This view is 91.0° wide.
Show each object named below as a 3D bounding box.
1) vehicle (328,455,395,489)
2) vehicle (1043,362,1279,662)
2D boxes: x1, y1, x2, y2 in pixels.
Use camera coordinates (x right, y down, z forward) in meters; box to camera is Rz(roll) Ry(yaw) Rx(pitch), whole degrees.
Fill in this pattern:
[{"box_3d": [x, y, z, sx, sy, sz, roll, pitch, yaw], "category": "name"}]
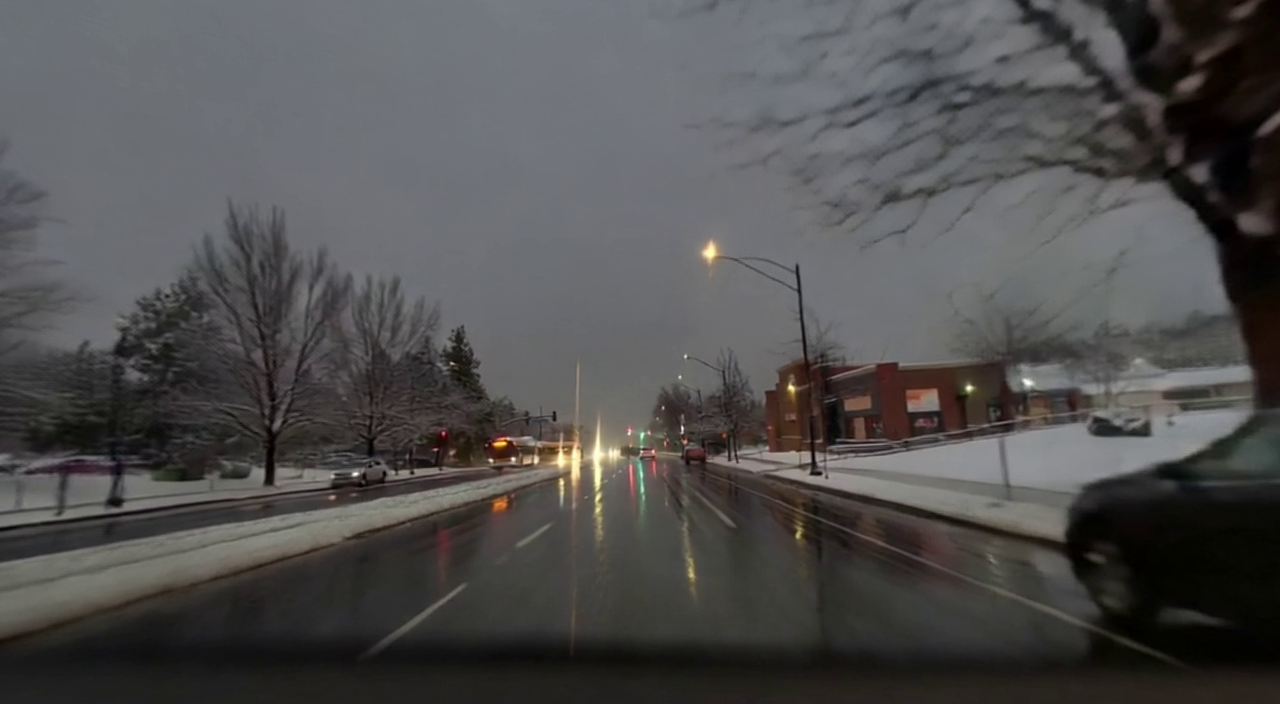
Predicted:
[{"box_3d": [-17.020, 7.316, 38.736, 1.896, 1.844, 4.620, 0, -8, 1], "category": "vehicle"}, {"box_3d": [5.055, 0.929, 3.486, 2.241, 1.832, 5.234, 0, -8, 1], "category": "vehicle"}]
